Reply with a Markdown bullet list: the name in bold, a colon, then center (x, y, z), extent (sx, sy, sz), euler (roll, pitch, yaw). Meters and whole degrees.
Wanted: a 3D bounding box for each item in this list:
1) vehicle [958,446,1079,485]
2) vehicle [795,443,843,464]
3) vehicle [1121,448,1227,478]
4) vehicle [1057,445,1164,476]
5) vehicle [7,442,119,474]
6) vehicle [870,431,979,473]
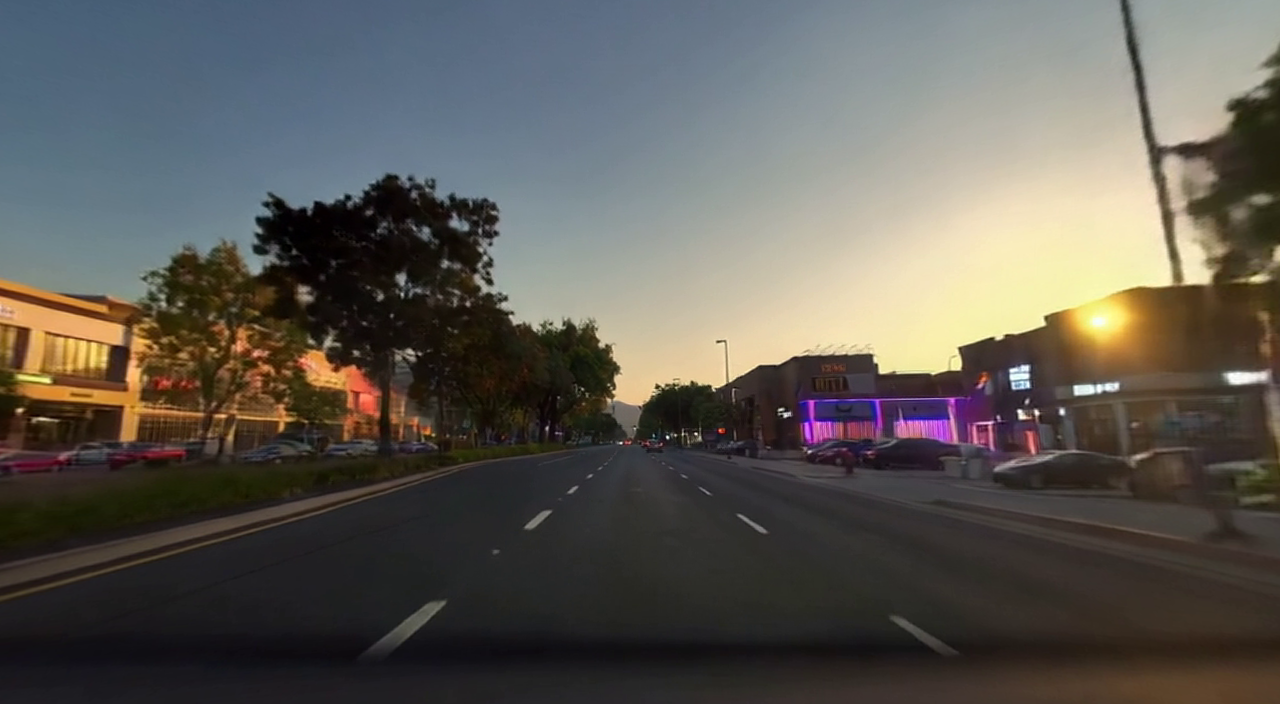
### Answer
- **vehicle**: center (15.722, 4.712, 26.618), extent (1.936, 1.464, 4.867), euler (1, -8, -2)
- **vehicle**: center (12.806, 7.274, 45.515), extent (1.865, 1.434, 4.373), euler (1, -8, -5)
- **vehicle**: center (28.181, 5.845, 33.501), extent (1.852, 1.456, 3.831), euler (2, -9, -11)
- **vehicle**: center (24.673, 5.673, 33.352), extent (1.950, 1.473, 4.126), euler (2, -9, -14)
- **vehicle**: center (-30.575, 5.619, 33.570), extent (4.104, 1.576, 1.852), euler (0, -8, 1)
- **vehicle**: center (14.755, 5.244, 33.271), extent (2.189, 1.951, 5.828), euler (0, -9, -10)
